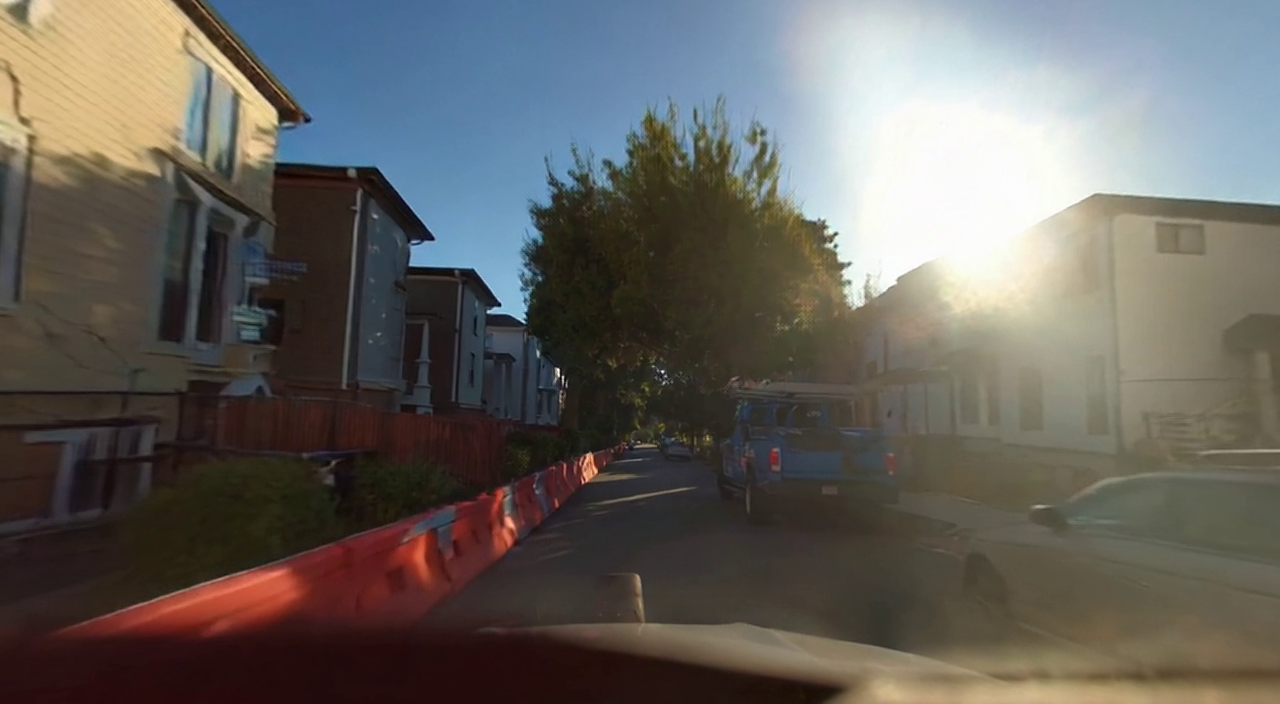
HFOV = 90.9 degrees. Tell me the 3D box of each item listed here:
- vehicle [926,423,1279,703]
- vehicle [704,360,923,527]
[{"bbox_3d":[3.302,1.149,3.226,1.821,1.530,3.846,0,-8,-1],"label":"vehicle"},{"bbox_3d":[3.243,1.940,13.796,2.879,2.801,6.142,0,-8,-2],"label":"vehicle"}]
